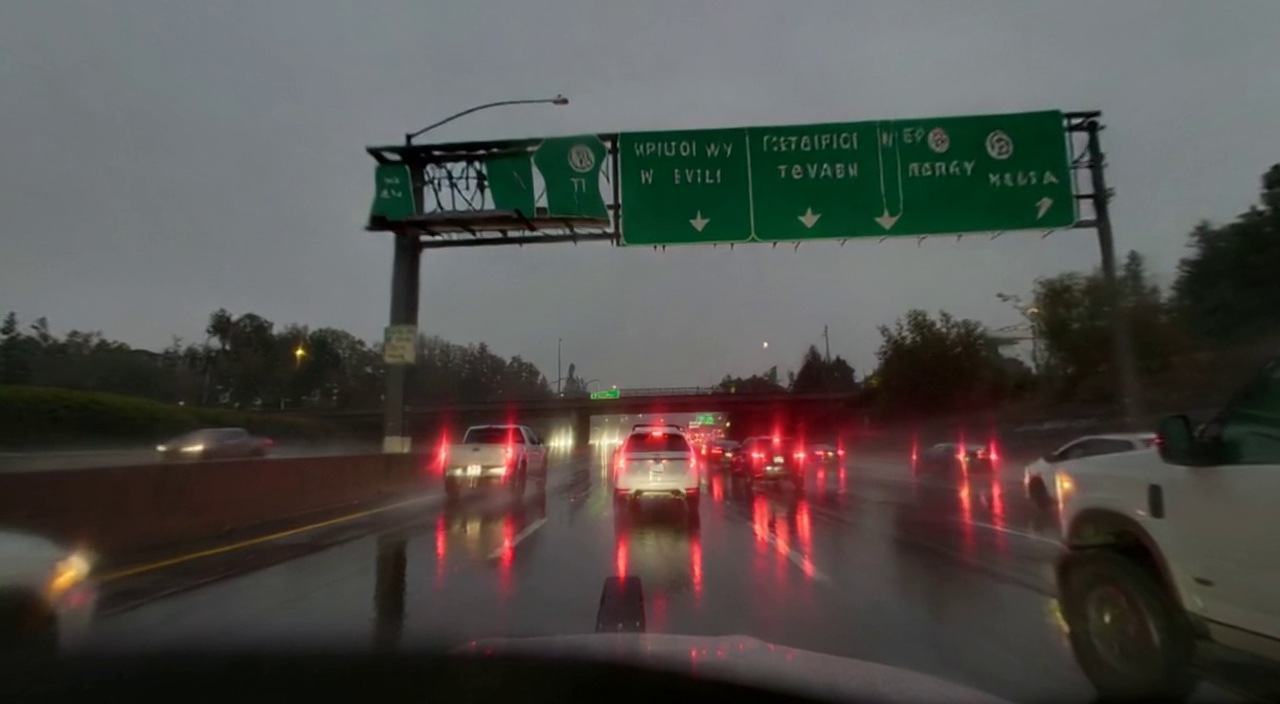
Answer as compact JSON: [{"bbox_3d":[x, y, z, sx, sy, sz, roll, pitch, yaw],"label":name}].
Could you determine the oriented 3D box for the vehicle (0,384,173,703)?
[{"bbox_3d":[-3.749,0.706,1.197,2.014,1.579,4.761,0,-9,1],"label":"vehicle"}]

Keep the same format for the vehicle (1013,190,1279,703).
[{"bbox_3d":[3.548,0.367,1.313,2.300,2.242,5.327,0,-9,1],"label":"vehicle"}]

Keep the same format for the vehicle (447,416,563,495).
[{"bbox_3d":[-4.055,3.259,20.178,2.212,2.101,6.052,0,-9,1],"label":"vehicle"}]

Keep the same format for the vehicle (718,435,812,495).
[{"bbox_3d":[3.719,3.458,19.687,2.022,1.633,4.651,0,-8,0],"label":"vehicle"}]

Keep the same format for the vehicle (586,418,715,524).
[{"bbox_3d":[0.219,2.337,12.850,2.181,1.756,4.167,0,-9,1],"label":"vehicle"}]

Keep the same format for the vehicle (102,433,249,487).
[{"bbox_3d":[-18.416,4.292,25.346,2.090,1.916,4.843,0,-8,1],"label":"vehicle"}]

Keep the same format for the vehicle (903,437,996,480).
[{"bbox_3d":[13.856,4.782,28.513,2.085,1.754,4.466,0,-9,3],"label":"vehicle"}]
